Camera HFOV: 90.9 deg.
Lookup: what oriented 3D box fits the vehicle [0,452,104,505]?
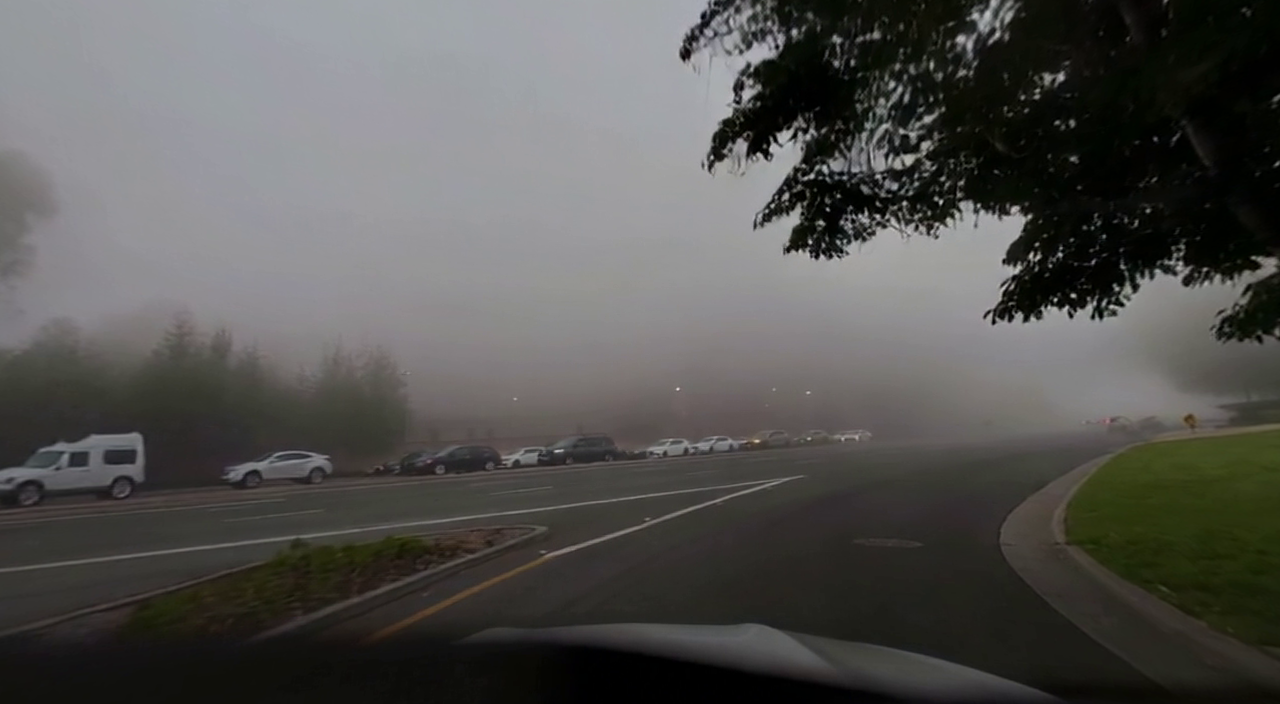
[{"bbox_3d":[-23.411,4.626,23.221,2.002,1.838,5.256,-8,-12,44],"label":"vehicle"}]

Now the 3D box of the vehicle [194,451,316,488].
[{"bbox_3d":[-17.674,5.349,29.047,1.777,1.497,4.399,-8,-12,44],"label":"vehicle"}]

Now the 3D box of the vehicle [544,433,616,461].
[{"bbox_3d":[-4.012,6.449,42.668,1.969,1.758,4.662,-8,-12,44],"label":"vehicle"}]

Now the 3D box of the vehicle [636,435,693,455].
[{"bbox_3d":[1.924,7.154,48.327,4.377,1.473,1.832,8,-12,-44],"label":"vehicle"}]

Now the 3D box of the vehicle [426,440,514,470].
[{"bbox_3d":[-9.817,5.973,36.688,1.876,1.642,4.600,-8,-12,43],"label":"vehicle"}]
